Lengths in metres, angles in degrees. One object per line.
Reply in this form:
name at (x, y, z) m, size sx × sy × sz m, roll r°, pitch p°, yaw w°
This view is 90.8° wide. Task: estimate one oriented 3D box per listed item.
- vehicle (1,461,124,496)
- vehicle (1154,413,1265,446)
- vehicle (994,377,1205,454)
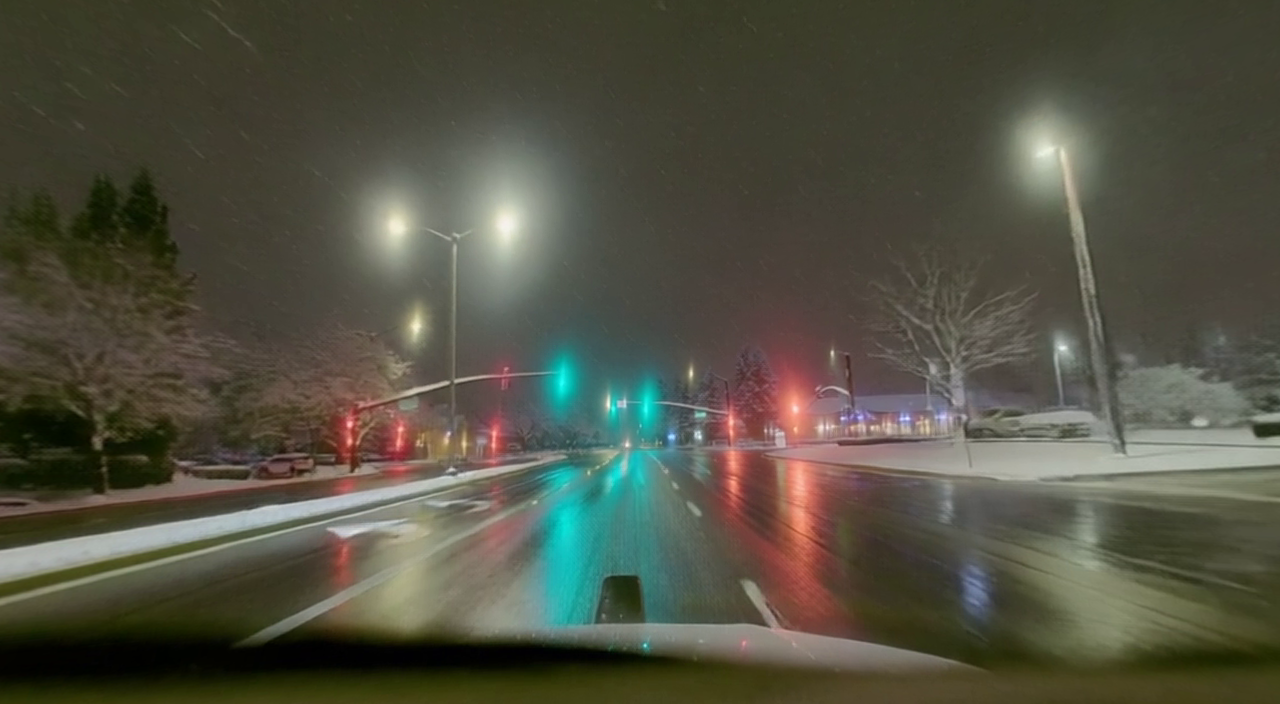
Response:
vehicle at (-29.979, 6.568, 32.907) m, size 4.396 × 1.633 × 2.000 m, roll 0°, pitch -8°, yaw 0°
vehicle at (33.018, 4.576, 36.870) m, size 1.990 × 1.708 × 4.629 m, roll -1°, pitch -9°, yaw -3°
vehicle at (20.724, 2.953, 28.857) m, size 7.304 × 3.335 × 2.869 m, roll 0°, pitch -8°, yaw -2°
